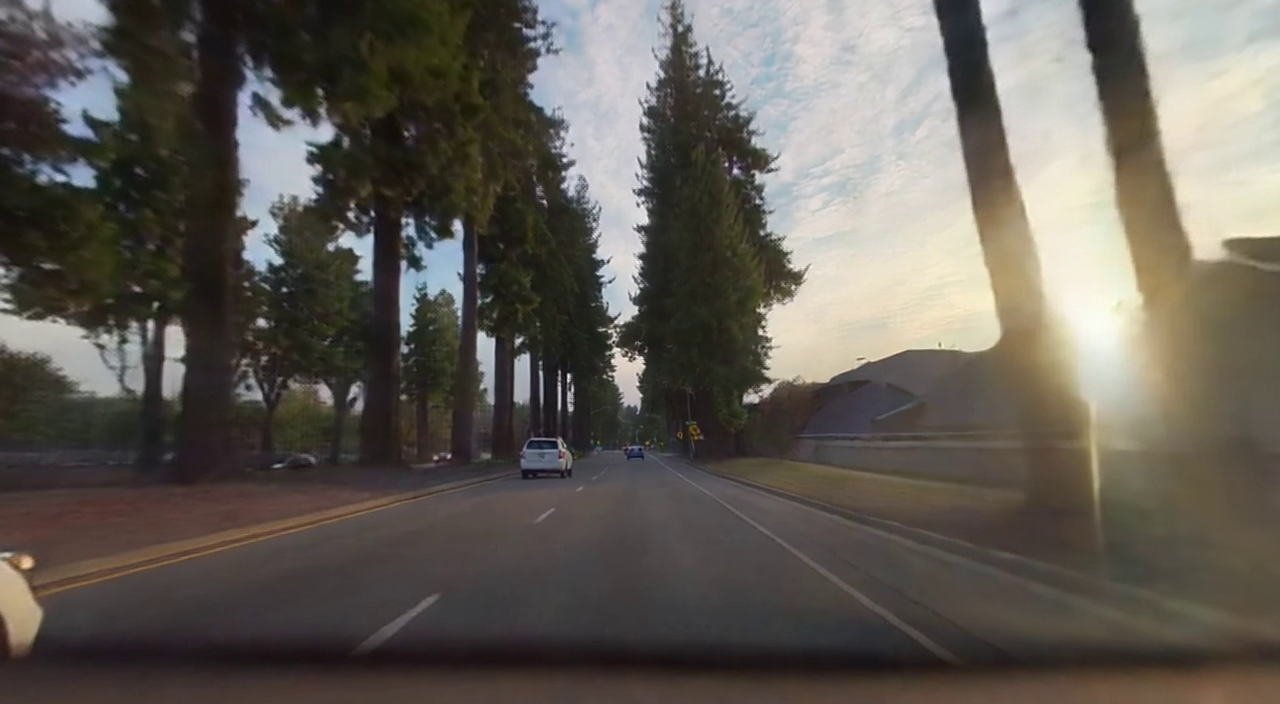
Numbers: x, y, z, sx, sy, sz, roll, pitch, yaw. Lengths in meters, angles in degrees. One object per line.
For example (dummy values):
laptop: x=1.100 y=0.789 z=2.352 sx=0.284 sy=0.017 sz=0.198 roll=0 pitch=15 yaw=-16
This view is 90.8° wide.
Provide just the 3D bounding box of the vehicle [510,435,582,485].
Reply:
vehicle: x=-3.529 y=4.133 z=24.521 sx=2.078 sy=1.748 sz=4.279 roll=0 pitch=-8 yaw=0

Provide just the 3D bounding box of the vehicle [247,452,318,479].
vehicle: x=-21.320 y=6.783 z=37.887 sx=1.759 sy=1.458 sz=4.302 roll=0 pitch=-8 yaw=0
